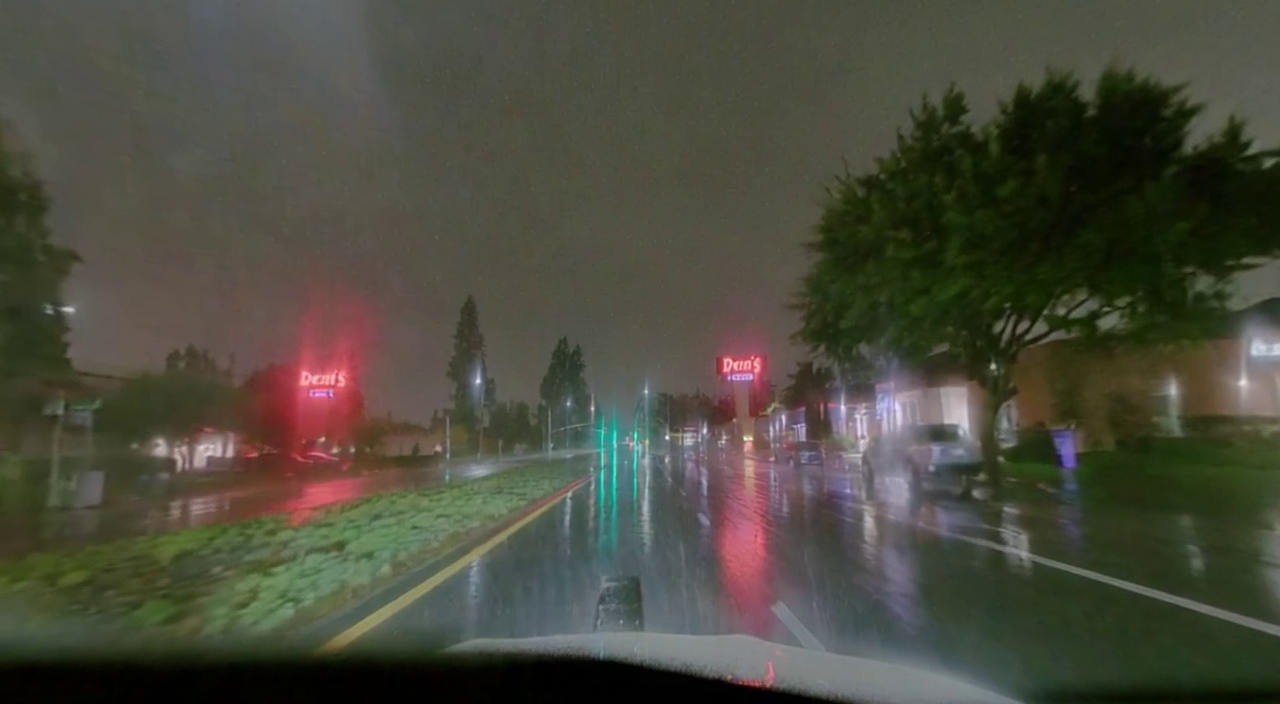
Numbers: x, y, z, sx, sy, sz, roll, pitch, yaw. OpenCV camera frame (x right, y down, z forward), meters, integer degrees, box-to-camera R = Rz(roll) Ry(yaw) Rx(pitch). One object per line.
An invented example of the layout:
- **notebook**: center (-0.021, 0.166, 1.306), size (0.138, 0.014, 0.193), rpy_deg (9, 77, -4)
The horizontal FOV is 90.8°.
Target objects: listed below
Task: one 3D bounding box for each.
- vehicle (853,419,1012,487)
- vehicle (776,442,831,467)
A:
- **vehicle**: center (10.214, 3.618, 22.892), size (2.610, 2.072, 5.985), rpy_deg (0, -8, -3)
- **vehicle**: center (10.102, 6.380, 39.355), size (2.034, 1.437, 4.728), rpy_deg (0, -8, -2)
